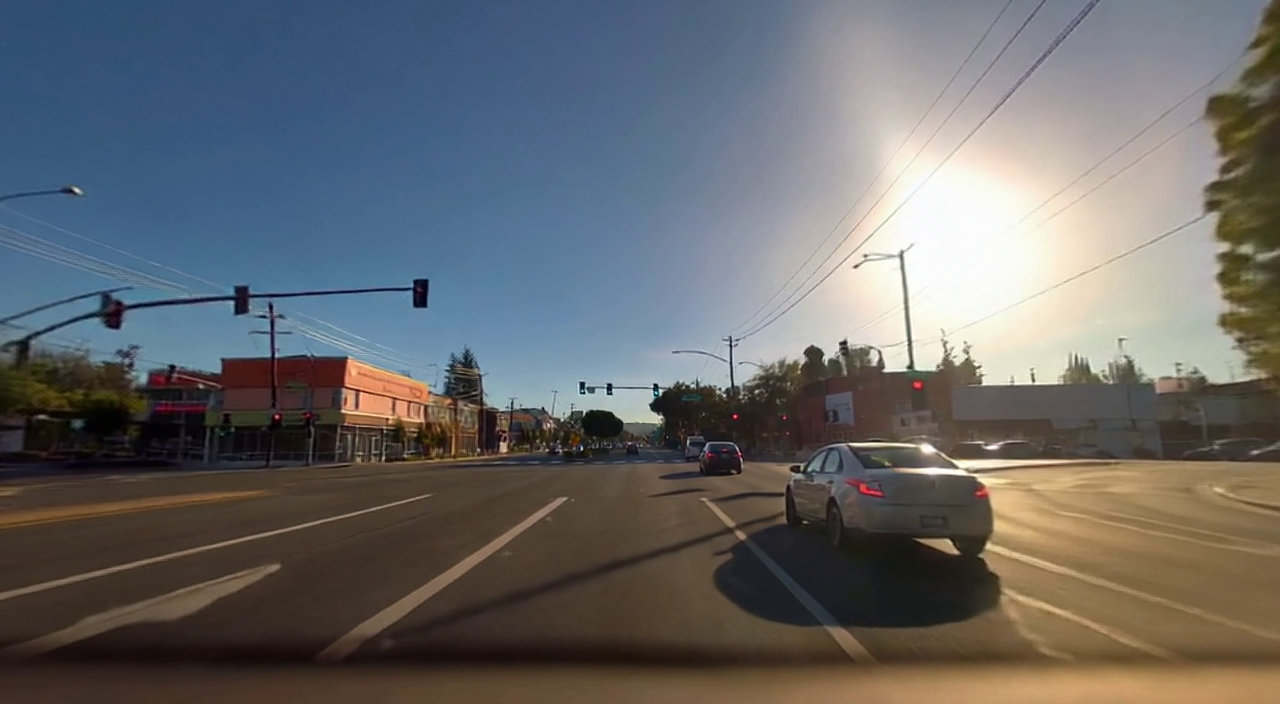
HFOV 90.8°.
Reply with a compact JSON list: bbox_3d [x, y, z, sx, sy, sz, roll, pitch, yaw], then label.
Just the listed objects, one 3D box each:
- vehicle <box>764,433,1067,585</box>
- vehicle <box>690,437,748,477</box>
[{"bbox_3d":[3.120,1.846,8.408,2.004,1.455,4.417,0,-8,-1],"label":"vehicle"},{"bbox_3d":[3.593,4.823,29.402,2.128,1.699,4.222,0,-8,0],"label":"vehicle"}]
